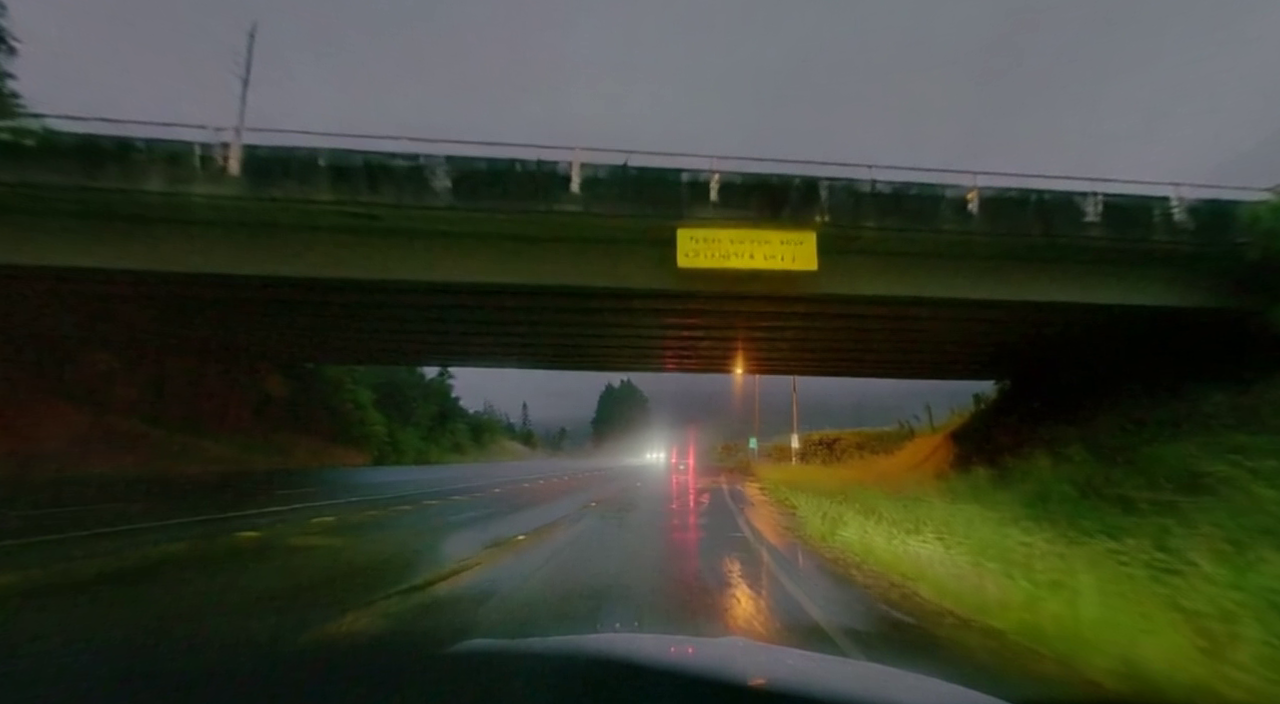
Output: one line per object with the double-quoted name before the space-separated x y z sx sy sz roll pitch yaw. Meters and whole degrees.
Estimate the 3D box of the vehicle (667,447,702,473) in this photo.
"vehicle" 2.676 6.444 37.685 1.980 1.449 3.650 -1 -9 4
